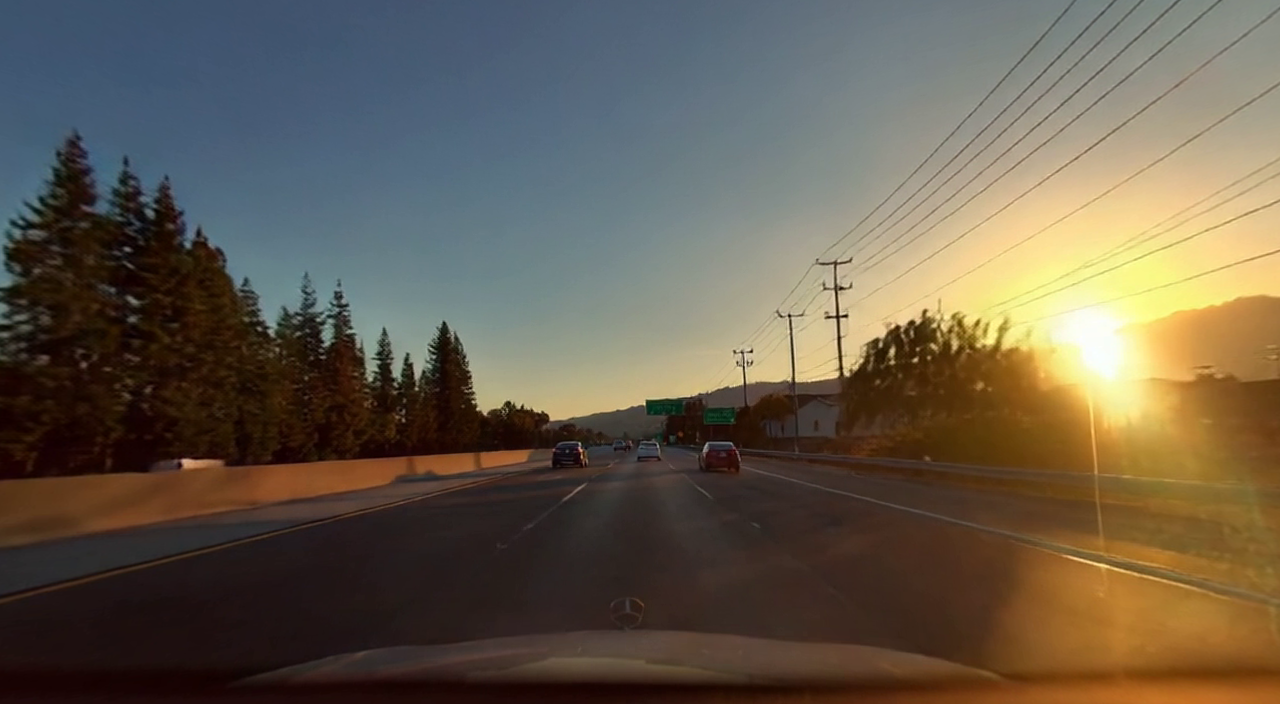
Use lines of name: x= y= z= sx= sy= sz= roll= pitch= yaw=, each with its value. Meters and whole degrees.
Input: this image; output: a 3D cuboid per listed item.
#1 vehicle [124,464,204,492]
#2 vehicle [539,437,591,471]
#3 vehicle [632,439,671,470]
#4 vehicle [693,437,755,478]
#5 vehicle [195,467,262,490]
vehicle: x=-35.960 y=9.483 z=47.850 sx=2.088 sy=1.840 sz=4.956 roll=0 pitch=-8 yaw=1
vehicle: x=-4.078 y=5.669 z=35.197 sx=2.217 sy=1.773 sz=4.553 roll=0 pitch=-8 yaw=1
vehicle: x=0.593 y=5.625 z=34.834 sx=2.049 sy=1.620 sz=4.153 roll=0 pitch=-8 yaw=0
vehicle: x=3.414 y=4.344 z=26.247 sx=1.996 sy=1.579 sz=3.841 roll=0 pitch=-8 yaw=-1
vehicle: x=-31.532 y=9.660 z=48.456 sx=1.850 sy=1.517 sz=4.820 roll=0 pitch=-8 yaw=0
